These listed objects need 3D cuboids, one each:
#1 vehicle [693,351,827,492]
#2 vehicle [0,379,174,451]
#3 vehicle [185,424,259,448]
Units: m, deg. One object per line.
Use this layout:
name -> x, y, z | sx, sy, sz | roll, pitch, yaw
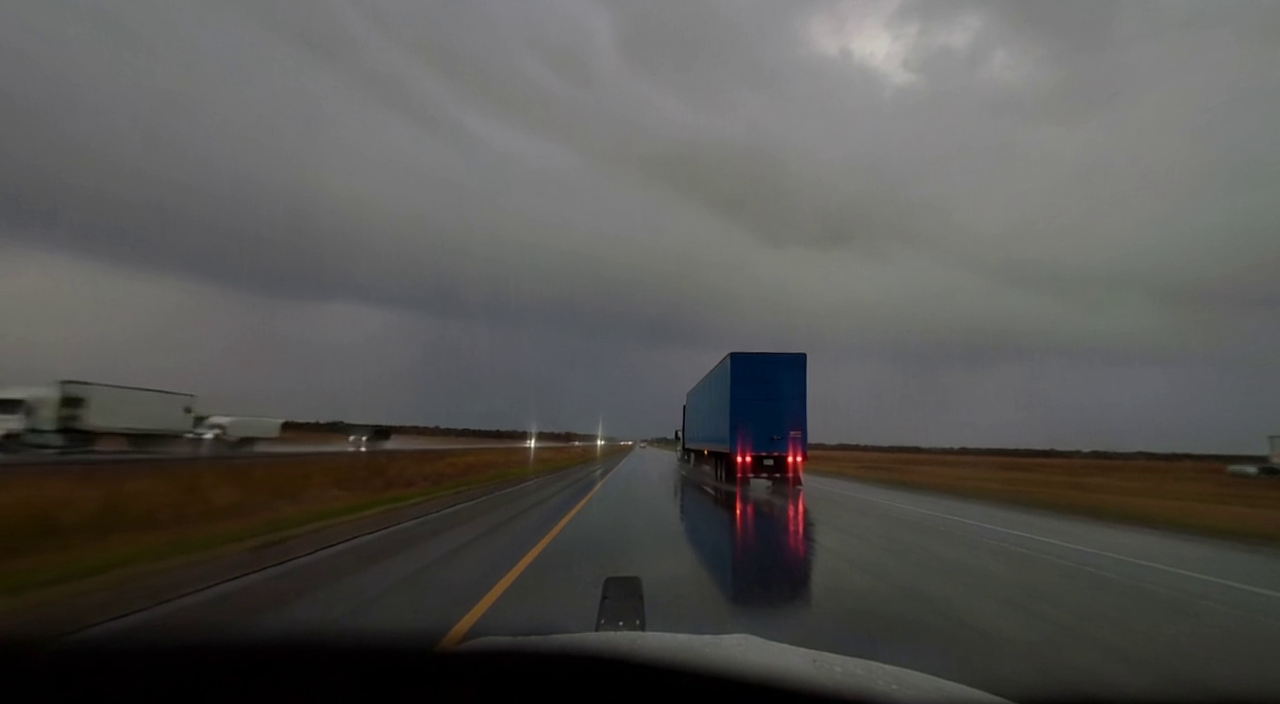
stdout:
vehicle -> 4.082, 3.027, 25.201 | 2.818, 4.206, 12.987 | 0, -9, 0
vehicle -> -33.536, 4.074, 38.509 | 2.998, 3.840, 8.986 | 0, -9, 0
vehicle -> -29.273, 5.948, 44.297 | 1.998, 1.559, 4.581 | 0, -9, 1
